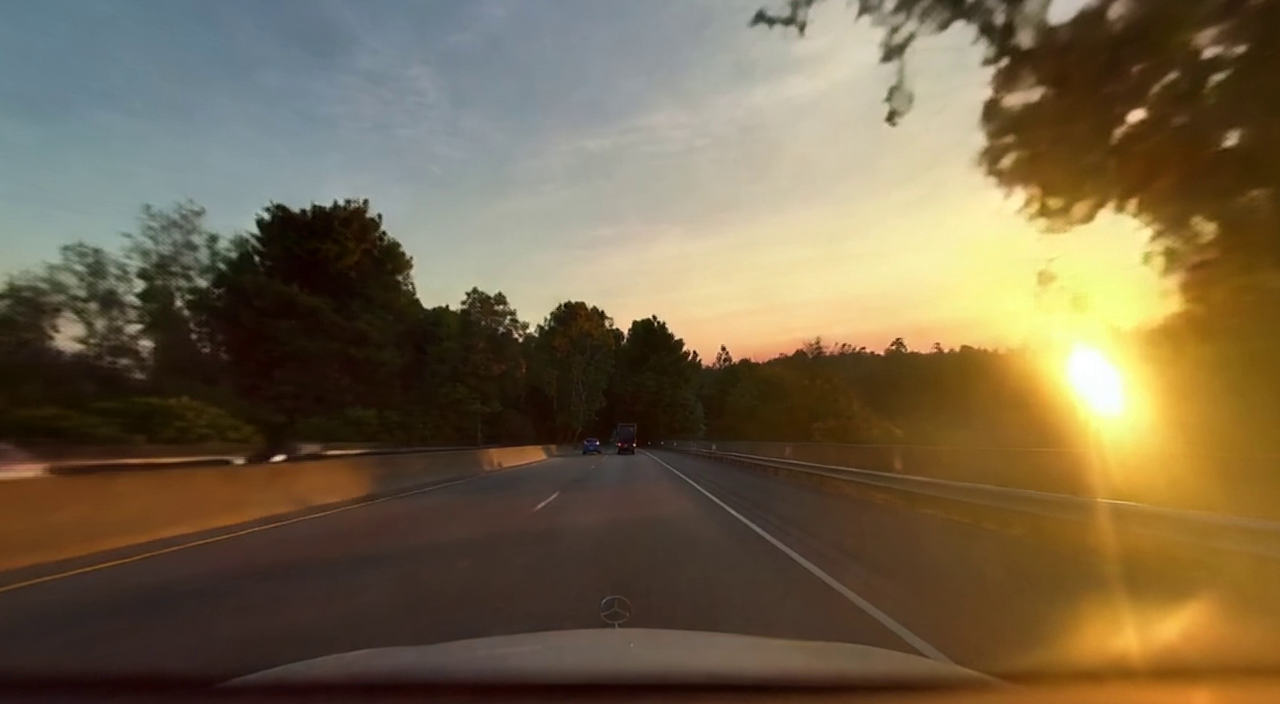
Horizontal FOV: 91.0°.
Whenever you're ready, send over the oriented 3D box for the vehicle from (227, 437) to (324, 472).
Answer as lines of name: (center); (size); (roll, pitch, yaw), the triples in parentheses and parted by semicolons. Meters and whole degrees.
vehicle: (-16.992, 4.784, 29.653); (1.926, 1.498, 4.456); (0, -8, 0)
